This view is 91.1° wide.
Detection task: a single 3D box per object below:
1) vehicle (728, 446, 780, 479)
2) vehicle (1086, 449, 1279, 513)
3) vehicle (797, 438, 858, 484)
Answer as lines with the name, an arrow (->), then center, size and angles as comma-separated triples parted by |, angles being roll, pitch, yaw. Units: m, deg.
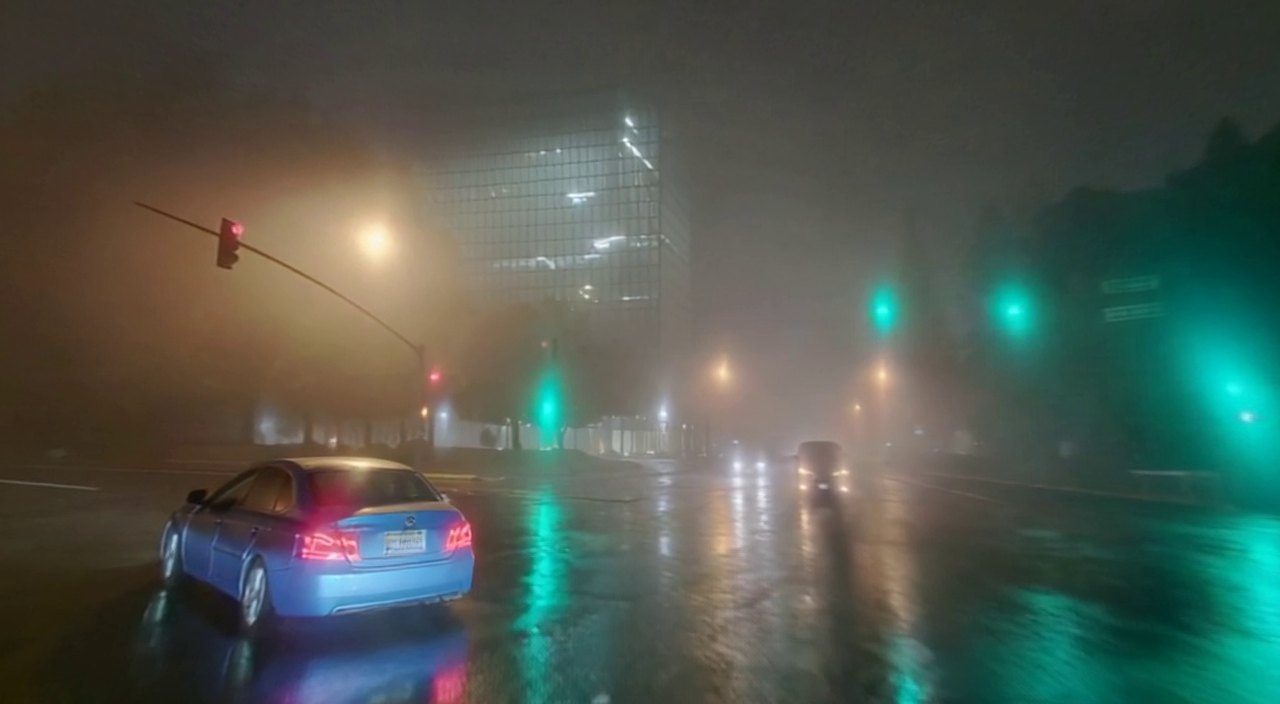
vehicle -> 5.740, 5.445, 31.225 | 2.068, 1.486, 4.664 | -3, -9, 15
vehicle -> 15.511, 3.436, 17.268 | 1.971, 1.503, 4.896 | 3, -9, -20
vehicle -> 7.571, 4.413, 25.790 | 2.018, 1.699, 4.751 | -2, -9, 13
